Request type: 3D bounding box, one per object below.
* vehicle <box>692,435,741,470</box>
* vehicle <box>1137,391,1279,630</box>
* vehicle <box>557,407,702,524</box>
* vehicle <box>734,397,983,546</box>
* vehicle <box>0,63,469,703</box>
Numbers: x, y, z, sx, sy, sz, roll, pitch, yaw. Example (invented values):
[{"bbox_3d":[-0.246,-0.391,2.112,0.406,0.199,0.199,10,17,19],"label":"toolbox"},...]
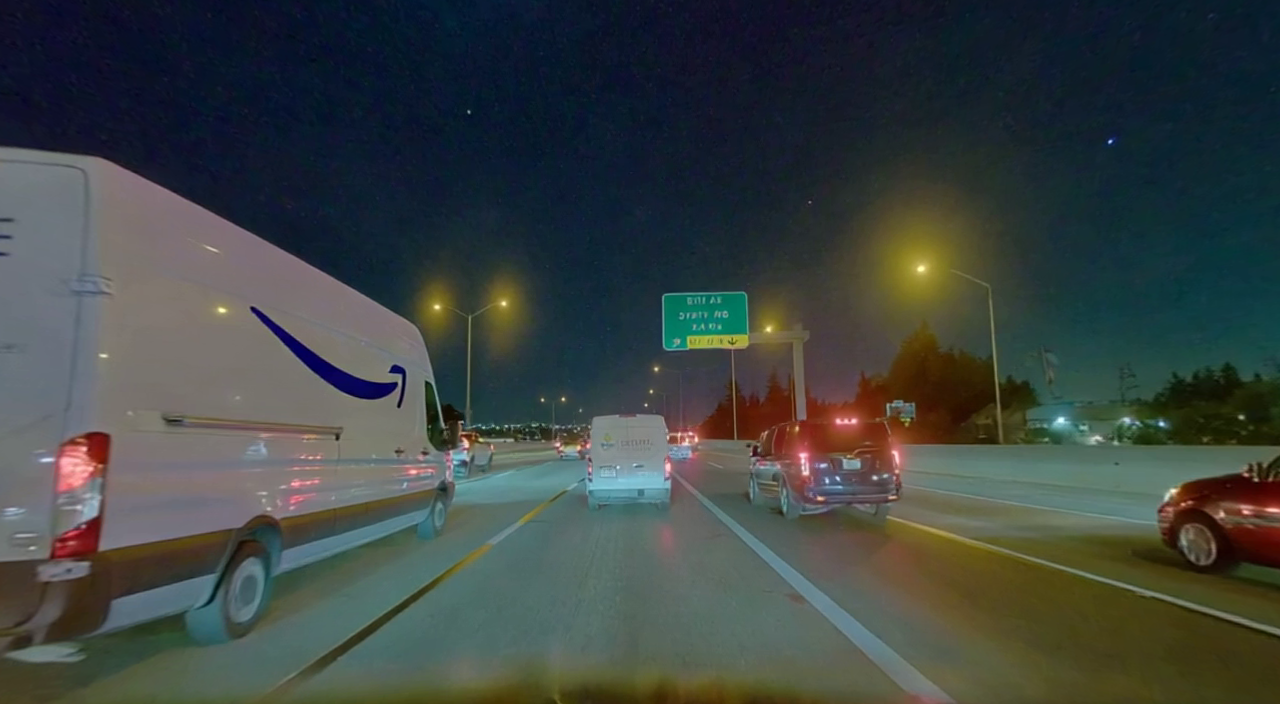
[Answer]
[{"bbox_3d":[3.969,5.310,33.531,2.064,1.720,4.416,0,-8,0],"label":"vehicle"},{"bbox_3d":[5.589,1.010,3.646,1.987,1.689,4.098,1,-8,-1],"label":"vehicle"},{"bbox_3d":[-0.144,2.116,12.210,2.287,1.823,4.369,0,-8,0],"label":"vehicle"},{"bbox_3d":[3.193,1.916,10.715,2.341,1.890,5.144,1,-8,-1],"label":"vehicle"},{"bbox_3d":[-3.720,0.642,5.763,2.415,2.821,6.636,0,-8,0],"label":"vehicle"}]
